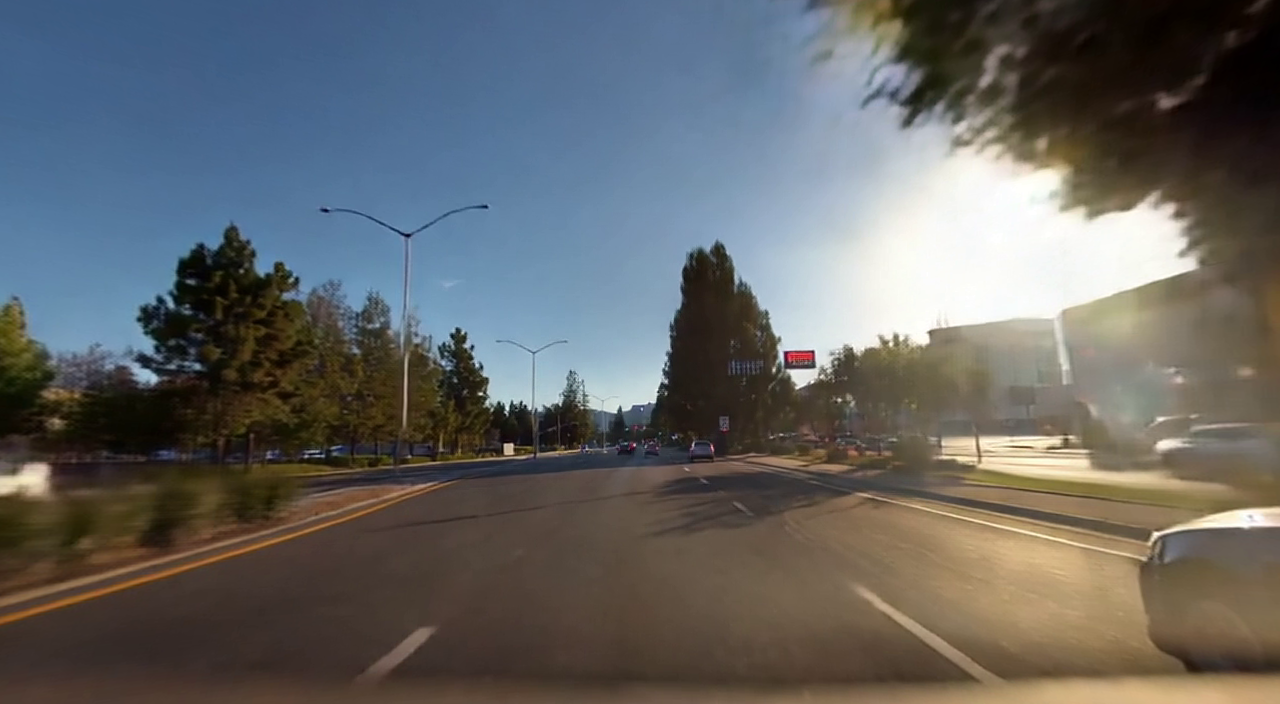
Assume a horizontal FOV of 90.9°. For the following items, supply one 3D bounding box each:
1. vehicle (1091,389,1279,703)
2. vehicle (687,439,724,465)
[{"bbox_3d":[3.529,0.708,1.108,1.995,1.528,4.732,0,-8,1],"label":"vehicle"},{"bbox_3d":[4.346,6.729,42.553,2.007,1.683,4.171,0,-8,-1],"label":"vehicle"}]
